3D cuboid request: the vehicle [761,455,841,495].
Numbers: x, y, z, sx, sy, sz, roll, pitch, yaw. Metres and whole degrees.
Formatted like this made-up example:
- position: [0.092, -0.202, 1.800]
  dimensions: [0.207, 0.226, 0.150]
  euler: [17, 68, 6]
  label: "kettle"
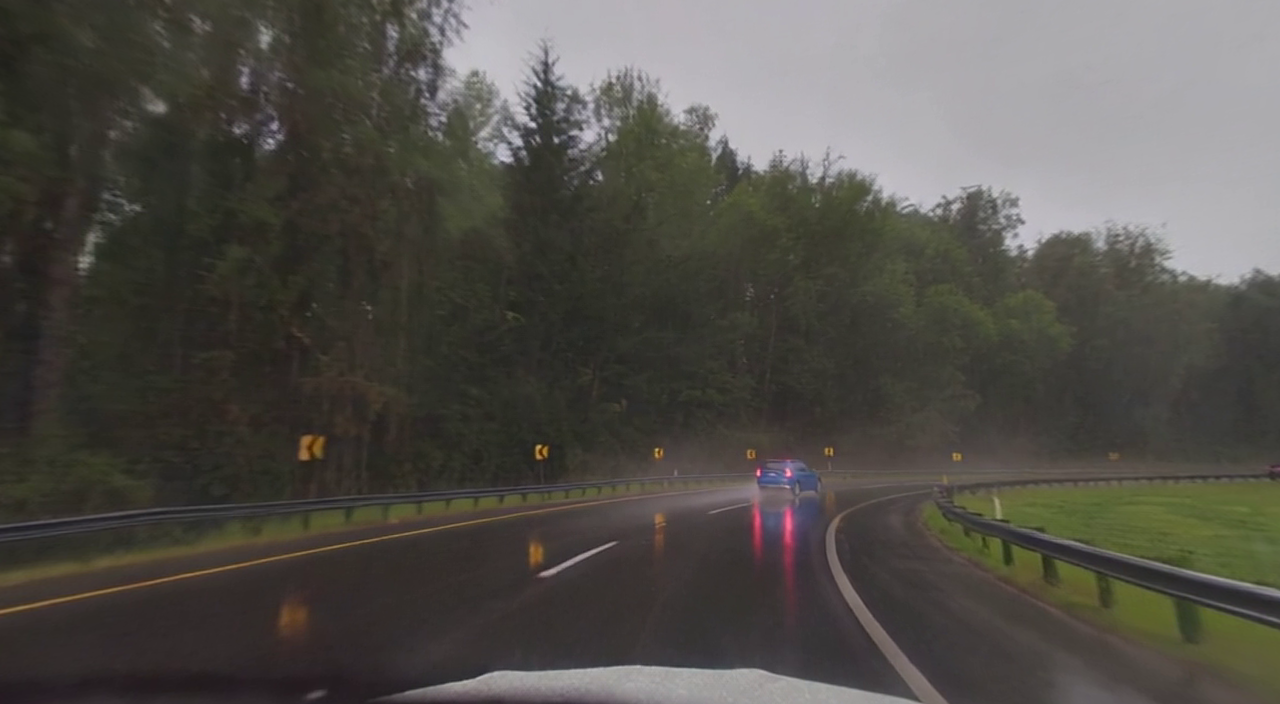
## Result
- position: [7.472, 5.627, 28.972]
  dimensions: [1.997, 1.692, 4.422]
  euler: [-7, -13, 36]
  label: "vehicle"
